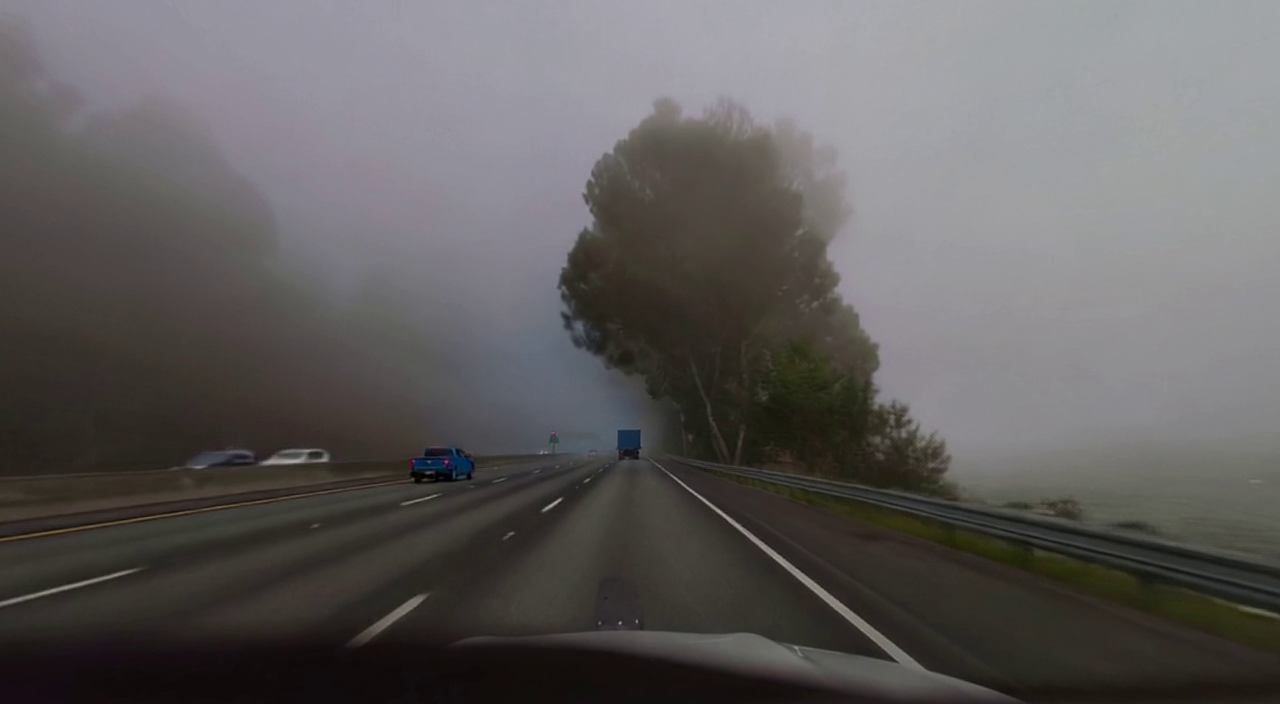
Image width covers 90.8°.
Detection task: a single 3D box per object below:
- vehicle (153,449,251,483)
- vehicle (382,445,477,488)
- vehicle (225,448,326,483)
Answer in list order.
[{"bbox_3d":[-21.788,5.669,31.671,1.848,1.553,4.323,0,-9,-1],"label":"vehicle"},{"bbox_3d":[-8.060,4.400,24.687,2.155,1.504,4.490,0,-9,0],"label":"vehicle"},{"bbox_3d":[-17.672,5.491,30.984,2.261,1.528,4.563,0,-9,-1],"label":"vehicle"}]
